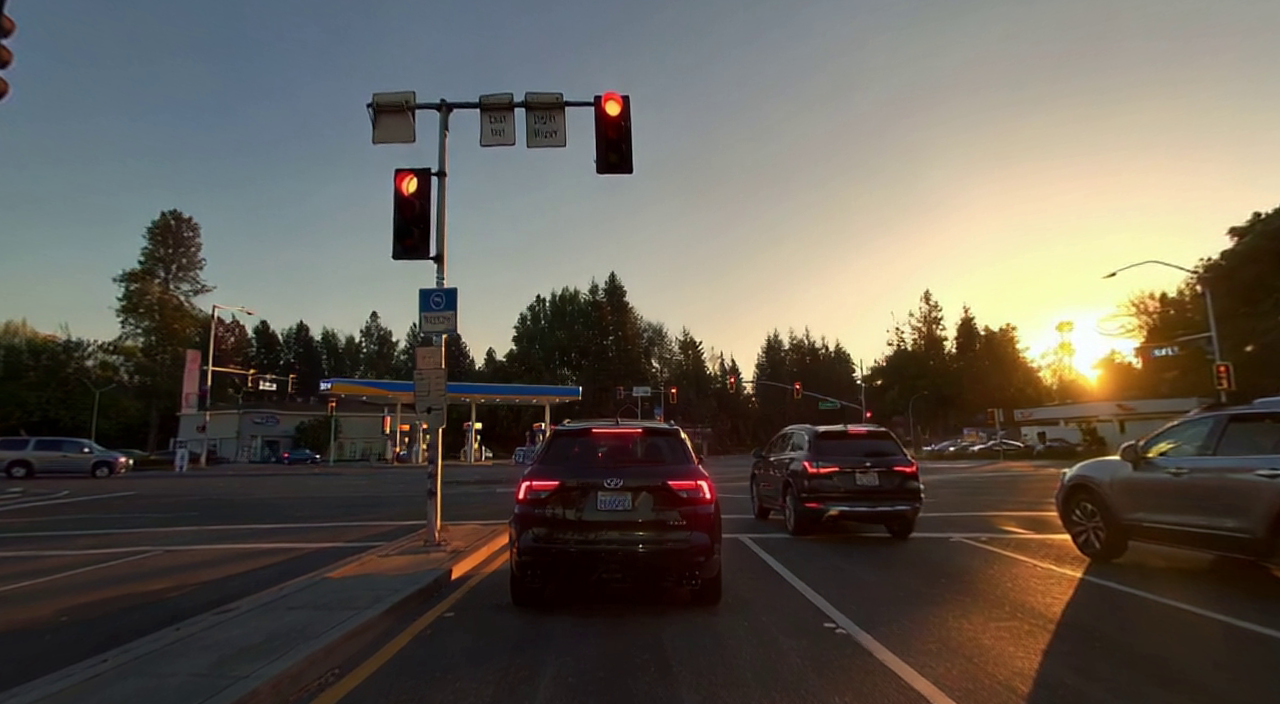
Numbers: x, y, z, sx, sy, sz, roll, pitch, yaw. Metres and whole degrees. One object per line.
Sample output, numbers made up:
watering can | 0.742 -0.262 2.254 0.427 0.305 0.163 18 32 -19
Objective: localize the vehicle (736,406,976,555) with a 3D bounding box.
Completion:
vehicle | 2.971 1.890 9.943 2.060 1.783 4.411 0 -9 -2

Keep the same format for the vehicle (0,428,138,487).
vehicle | -28.960 5.147 30.955 6.772 2.769 2.305 -1 -9 3

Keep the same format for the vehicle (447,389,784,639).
vehicle | -0.190 1.479 6.813 2.351 1.733 4.616 0 -9 0

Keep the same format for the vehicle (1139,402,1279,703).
vehicle | 3.048 0.627 0.256 1.965 1.460 4.581 0 -9 1
